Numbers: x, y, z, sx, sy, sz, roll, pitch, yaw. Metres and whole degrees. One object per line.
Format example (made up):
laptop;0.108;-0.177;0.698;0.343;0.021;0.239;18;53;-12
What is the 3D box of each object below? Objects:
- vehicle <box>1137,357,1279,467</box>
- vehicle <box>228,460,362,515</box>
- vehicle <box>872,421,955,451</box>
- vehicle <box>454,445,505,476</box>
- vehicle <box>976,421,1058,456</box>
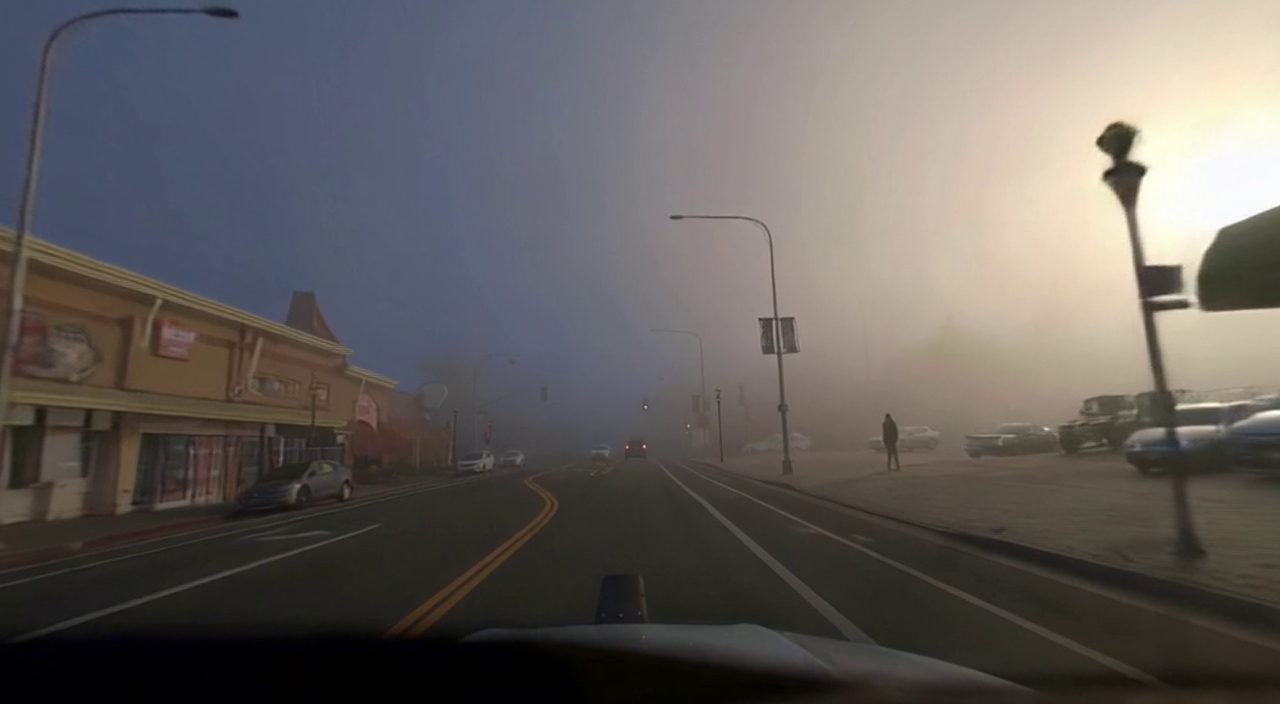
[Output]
vehicle;12.965;1.179;12.138;2.532;1.997;5.001;0;-8;-3
vehicle;-10.998;4.312;20.599;1.828;1.470;4.523;0;-8;0
vehicle;16.867;5.227;39.196;4.135;1.753;2.122;0;-9;1
vehicle;-10.864;7.356;43.141;2.033;1.930;4.786;0;-8;2
vehicle;17.075;3.957;28.876;1.773;1.446;4.421;-2;-8;11
